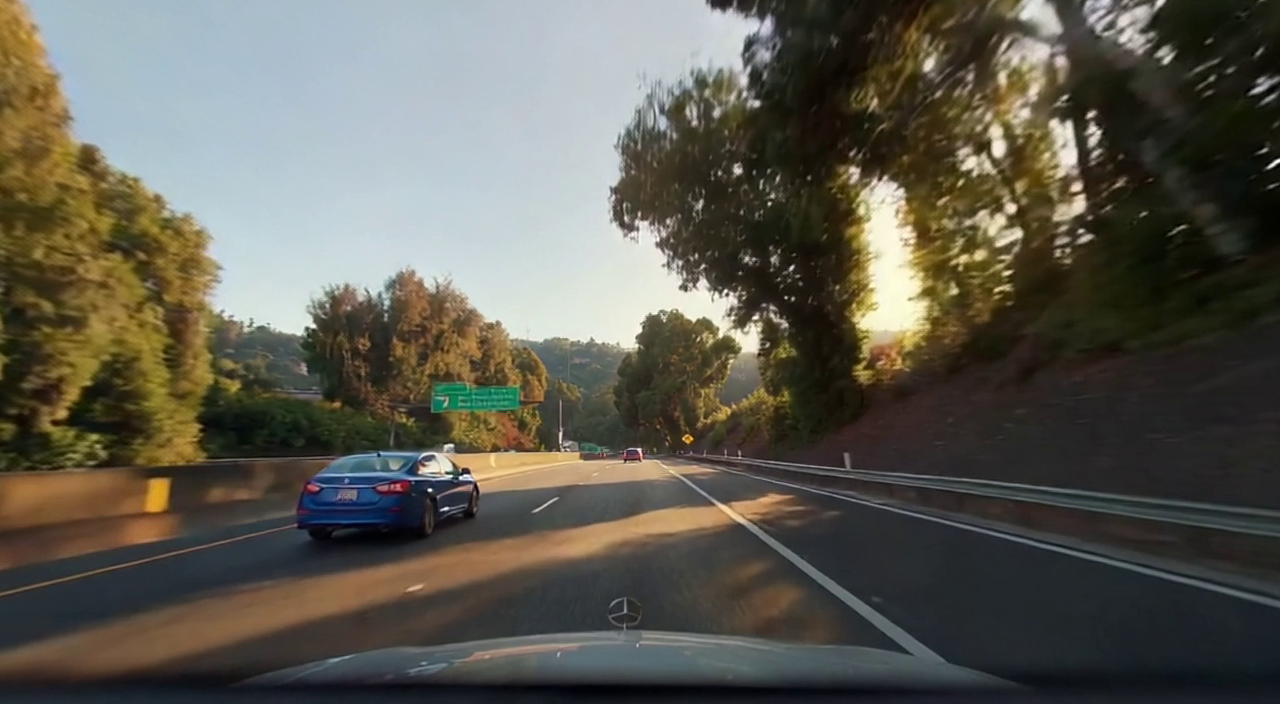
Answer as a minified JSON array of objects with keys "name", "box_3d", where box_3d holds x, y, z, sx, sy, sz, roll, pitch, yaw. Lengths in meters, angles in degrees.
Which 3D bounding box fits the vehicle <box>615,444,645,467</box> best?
[{"name":"vehicle","box_3d":[-0.696,7.397,45.103,2.011,1.590,3.607,0,-8,0]}]

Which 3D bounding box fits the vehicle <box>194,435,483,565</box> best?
[{"name":"vehicle","box_3d":[-4.070,2.065,9.650,2.157,1.483,4.601,0,-8,0]}]
